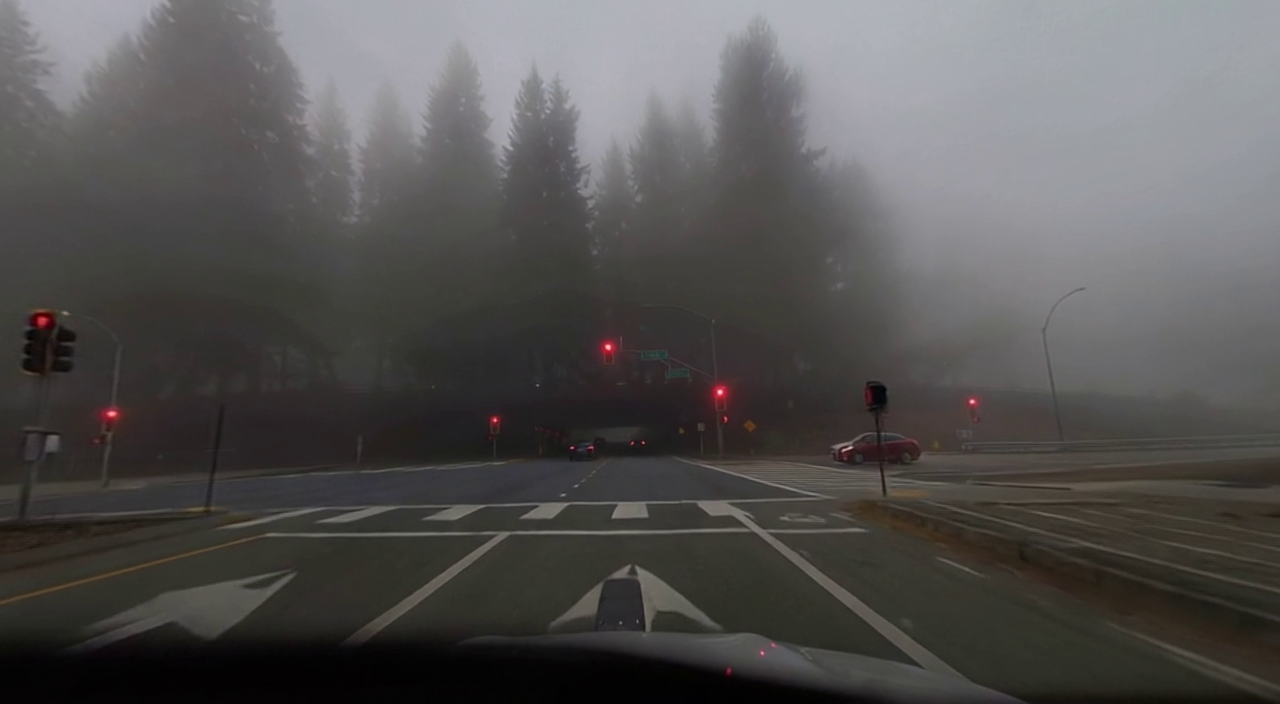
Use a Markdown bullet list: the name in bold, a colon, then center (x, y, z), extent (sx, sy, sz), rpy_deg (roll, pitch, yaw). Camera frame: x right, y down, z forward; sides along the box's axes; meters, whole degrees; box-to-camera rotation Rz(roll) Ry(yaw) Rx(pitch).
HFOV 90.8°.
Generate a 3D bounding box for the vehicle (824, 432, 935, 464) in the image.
- **vehicle**: center (11.651, 4.692, 30.841), extent (4.691, 1.466, 1.800), rpy_deg (1, -9, -7)

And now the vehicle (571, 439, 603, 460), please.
- **vehicle**: center (-3.996, 7.438, 48.223), extent (2.082, 1.472, 4.310), rpy_deg (0, -9, 0)
